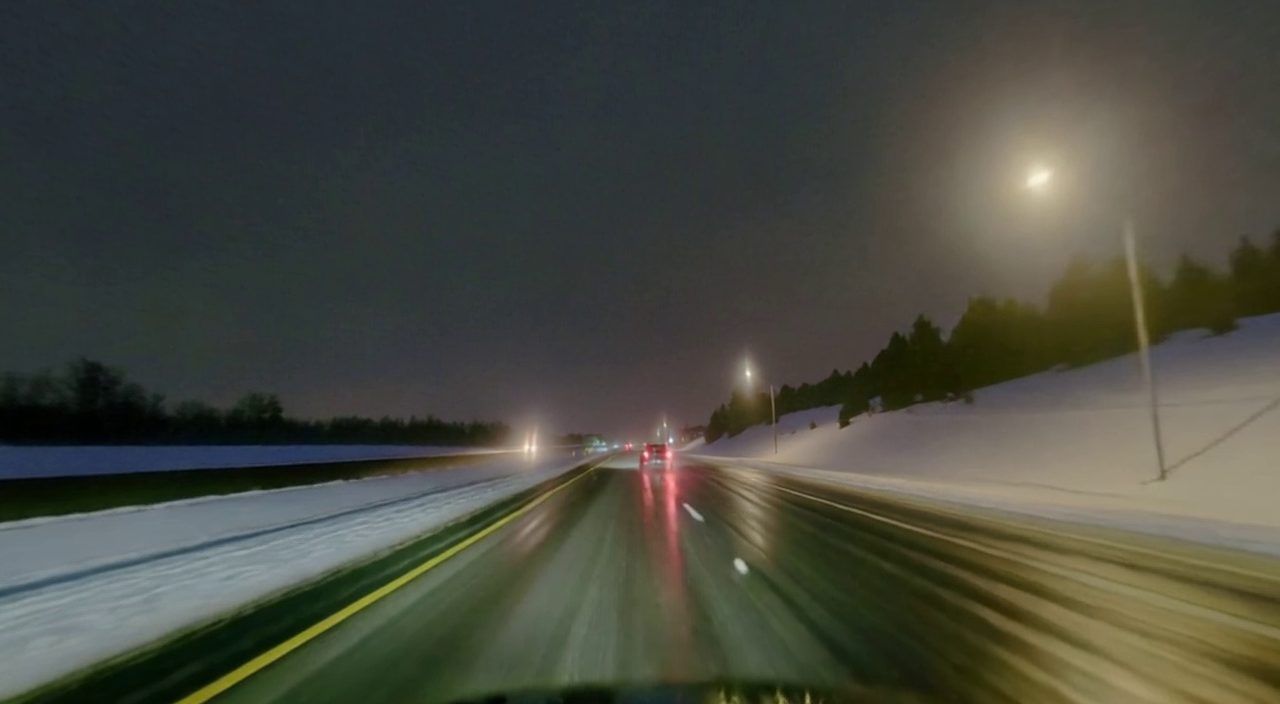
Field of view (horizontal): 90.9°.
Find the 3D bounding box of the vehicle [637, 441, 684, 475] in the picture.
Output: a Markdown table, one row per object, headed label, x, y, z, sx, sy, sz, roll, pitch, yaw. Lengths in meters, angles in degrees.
| label | x | y | z | sx | sy | sz | roll | pitch | yaw |
| --- | --- | --- | --- | --- | --- | --- | --- | --- | --- |
| vehicle | 0.880 | 4.939 | 29.659 | 1.991 | 1.475 | 4.302 | 0 | -8 | -1 |
